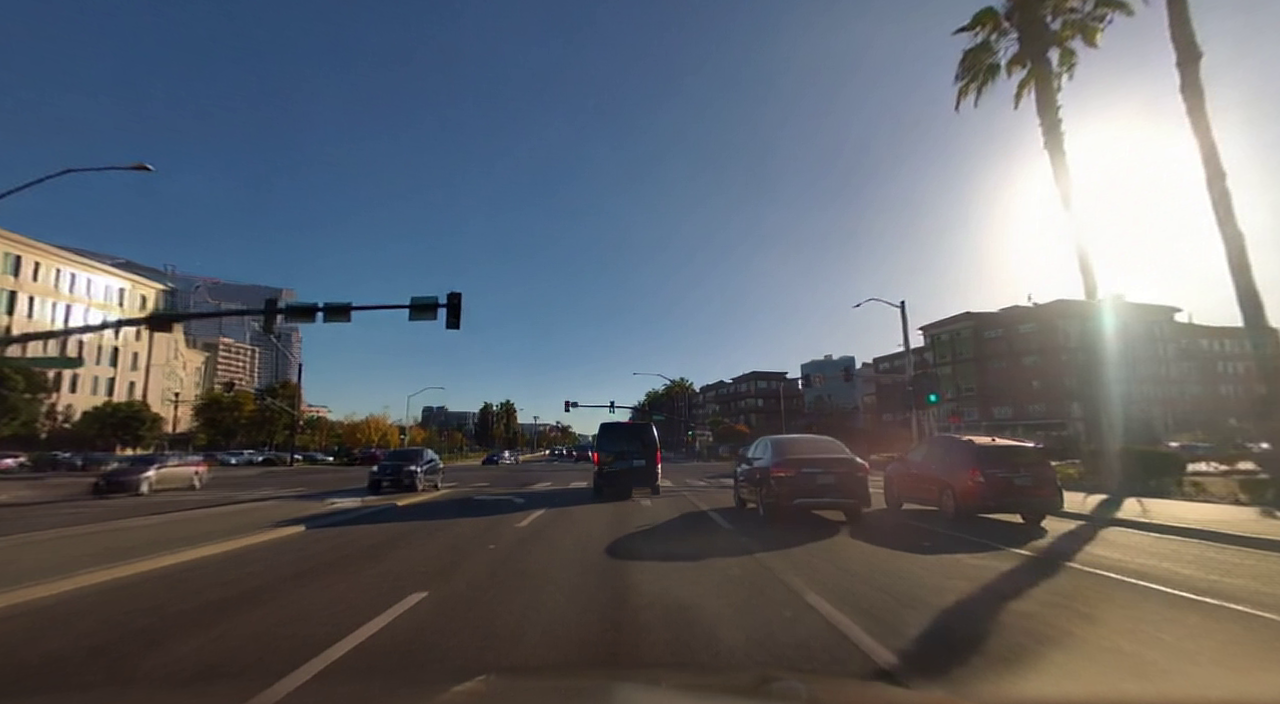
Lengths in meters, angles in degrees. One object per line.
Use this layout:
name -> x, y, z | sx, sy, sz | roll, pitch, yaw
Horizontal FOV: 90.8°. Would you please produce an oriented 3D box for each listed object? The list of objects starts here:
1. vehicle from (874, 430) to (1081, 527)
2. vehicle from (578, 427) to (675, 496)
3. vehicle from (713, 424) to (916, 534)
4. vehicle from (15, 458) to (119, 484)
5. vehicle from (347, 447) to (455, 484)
vehicle -> 7.124, 2.696, 14.041 | 2.023, 1.771, 4.488 | 0, -9, -1
vehicle -> -0.522, 3.655, 21.478 | 2.848, 1.991, 5.706 | 0, -9, -3
vehicle -> 3.087, 2.397, 12.595 | 2.462, 1.736, 4.899 | 0, -9, -2
vehicle -> -38.627, 8.000, 42.722 | 4.644, 1.622, 2.315 | 0, -9, -3
vehicle -> -11.500, 5.405, 30.418 | 4.681, 1.653, 2.109 | -4, -9, 25
